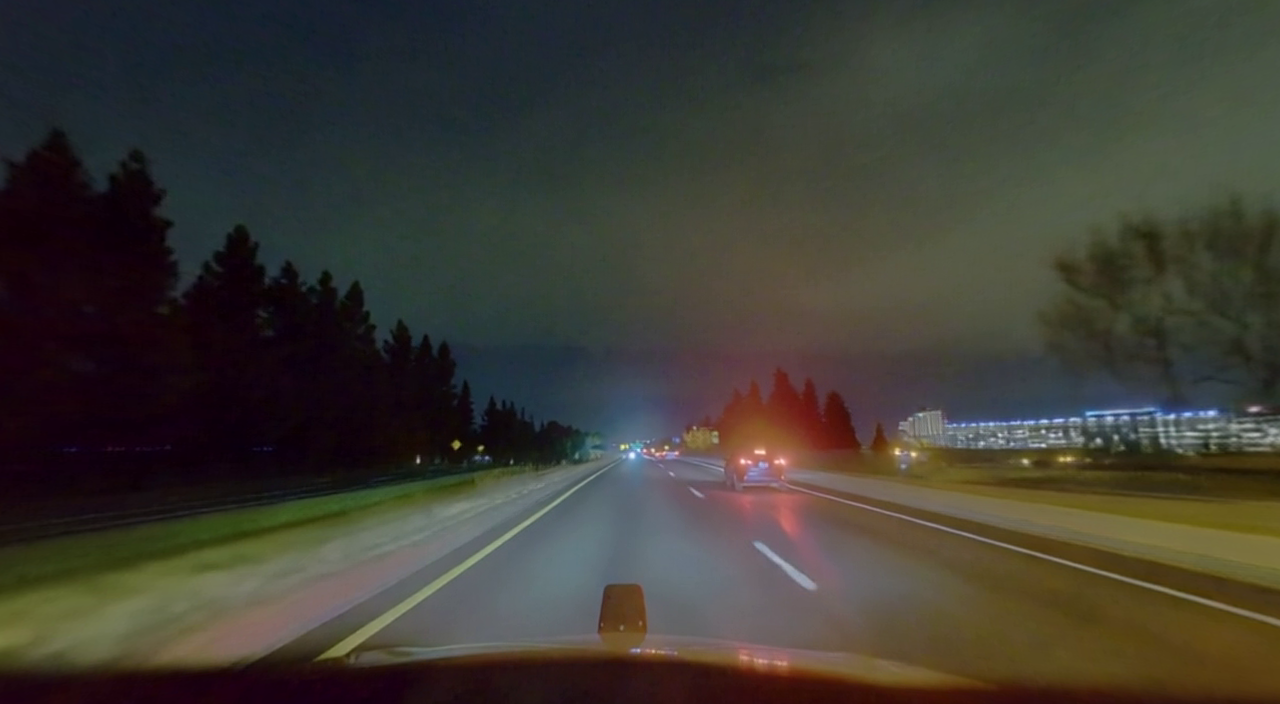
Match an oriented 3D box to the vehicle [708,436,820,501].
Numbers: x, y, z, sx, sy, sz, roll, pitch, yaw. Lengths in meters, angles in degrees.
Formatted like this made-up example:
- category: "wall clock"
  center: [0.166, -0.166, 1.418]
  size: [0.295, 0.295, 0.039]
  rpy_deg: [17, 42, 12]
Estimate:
- category: "vehicle"
  center: [3.215, 3.119, 17.347]
  size: [2.042, 1.518, 4.477]
  rpy_deg: [0, -9, -1]
